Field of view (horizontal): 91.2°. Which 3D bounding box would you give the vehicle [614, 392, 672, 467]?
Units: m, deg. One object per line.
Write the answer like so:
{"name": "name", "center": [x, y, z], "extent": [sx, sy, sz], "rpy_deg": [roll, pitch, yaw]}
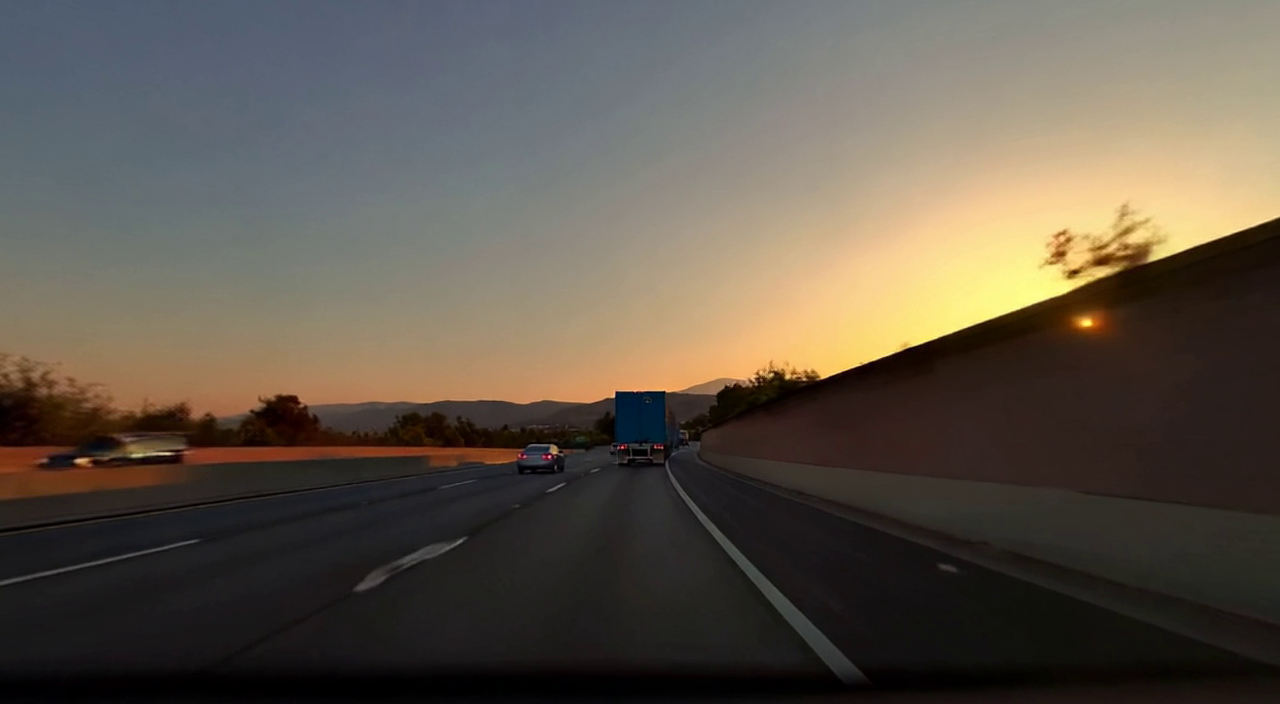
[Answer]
{"name": "vehicle", "center": [0.275, 5.042, 39.729], "extent": [3.123, 4.094, 10.812], "rpy_deg": [0, -9, 1]}

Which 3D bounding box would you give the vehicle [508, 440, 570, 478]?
{"name": "vehicle", "center": [-4.192, 4.527, 26.684], "extent": [1.895, 1.500, 3.808], "rpy_deg": [0, -9, 2]}

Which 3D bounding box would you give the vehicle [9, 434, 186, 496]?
{"name": "vehicle", "center": [-24.040, 5.011, 28.279], "extent": [2.274, 2.431, 6.163], "rpy_deg": [-1, -9, 2]}
